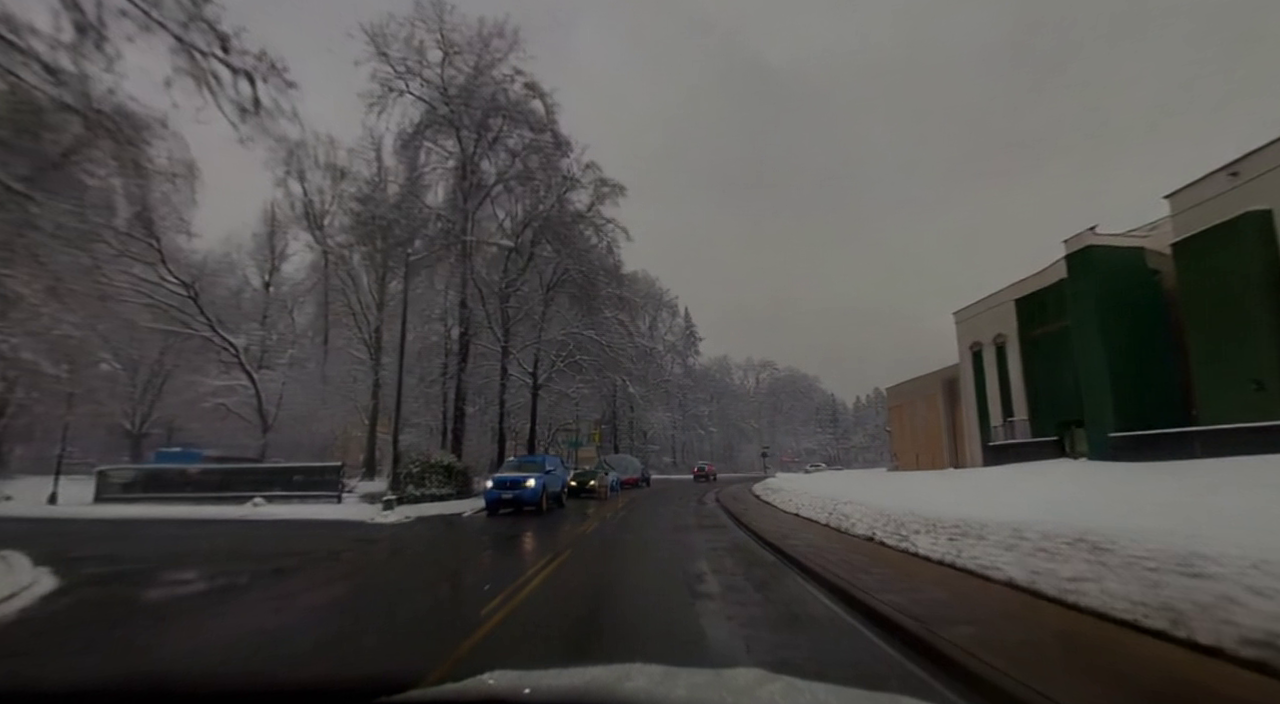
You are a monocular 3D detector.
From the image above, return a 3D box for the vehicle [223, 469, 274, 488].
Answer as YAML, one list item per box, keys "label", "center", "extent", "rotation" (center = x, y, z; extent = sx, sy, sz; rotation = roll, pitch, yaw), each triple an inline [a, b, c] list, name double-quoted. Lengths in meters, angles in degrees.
- label: "vehicle"
  center: [-30.122, 9.784, 48.583]
  extent: [1.590, 1.392, 3.279]
  rotation: [0, -11, 4]

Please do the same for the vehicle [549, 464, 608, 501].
- label: "vehicle"
  center: [-2.777, 6.018, 29.325]
  extent: [1.903, 1.542, 4.115]
  rotation: [-2, -10, 7]

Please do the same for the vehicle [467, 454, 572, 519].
- label: "vehicle"
  center: [-3.667, 4.220, 20.190]
  extent: [2.022, 1.776, 4.625]
  rotation: [-2, -10, 6]

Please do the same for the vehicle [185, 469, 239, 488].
- label: "vehicle"
  center: [-33.157, 9.793, 48.894]
  extent: [1.576, 1.410, 3.430]
  rotation: [0, -11, 5]
